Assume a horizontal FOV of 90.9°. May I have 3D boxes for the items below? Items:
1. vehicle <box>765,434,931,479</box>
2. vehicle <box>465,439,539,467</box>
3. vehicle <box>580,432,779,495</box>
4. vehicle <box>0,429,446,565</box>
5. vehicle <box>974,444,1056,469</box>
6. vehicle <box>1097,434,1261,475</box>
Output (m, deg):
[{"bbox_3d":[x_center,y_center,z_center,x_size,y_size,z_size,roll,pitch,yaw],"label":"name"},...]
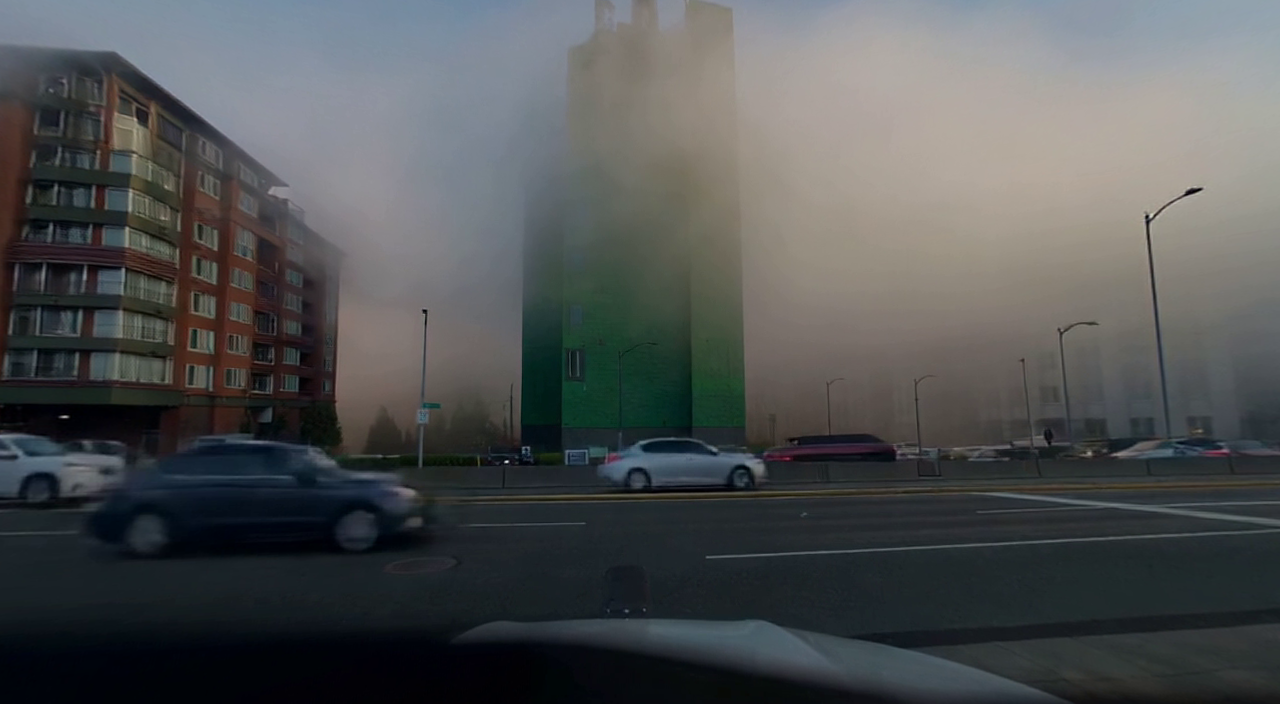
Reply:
[{"bbox_3d":[7.347,3.698,22.466,5.371,1.488,1.763,1,-9,-10],"label":"vehicle"},{"bbox_3d":[-10.173,7.463,46.560,4.920,1.956,1.865,-2,-9,15],"label":"vehicle"},{"bbox_3d":[0.923,2.850,16.375,4.818,1.470,1.989,1,-9,-9],"label":"vehicle"},{"bbox_3d":[-5.244,1.849,8.579,4.685,1.528,2.014,1,-9,-9],"label":"vehicle"},{"bbox_3d":[25.285,7.042,42.549,4.604,1.600,1.875,2,-9,-11],"label":"vehicle"},{"bbox_3d":[20.631,3.918,24.211,4.921,1.453,1.894,1,-9,-8],"label":"vehicle"}]
